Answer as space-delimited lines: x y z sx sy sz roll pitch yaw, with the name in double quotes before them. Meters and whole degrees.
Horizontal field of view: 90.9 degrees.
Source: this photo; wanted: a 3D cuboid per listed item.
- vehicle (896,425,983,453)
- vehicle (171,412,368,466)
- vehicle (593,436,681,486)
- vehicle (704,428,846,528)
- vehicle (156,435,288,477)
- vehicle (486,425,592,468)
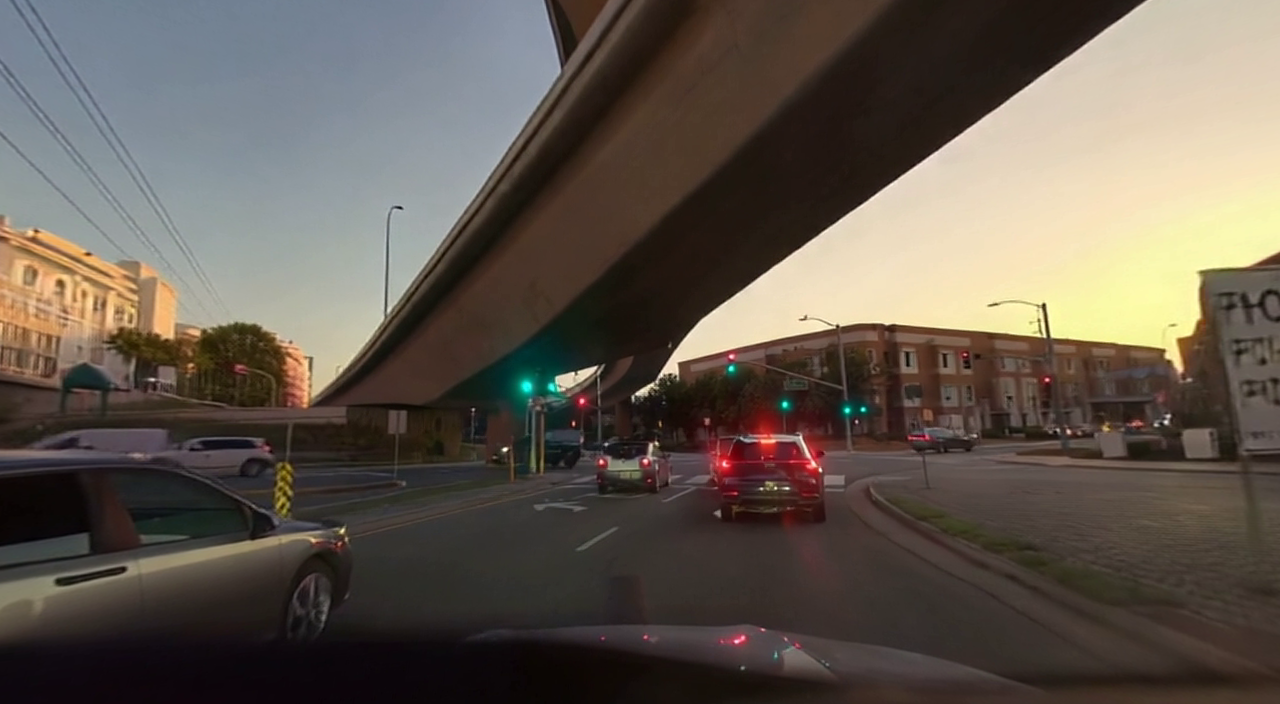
"vehicle" 18.150 5.292 38.249 4.755 1.623 2.290 4 -9 -28
"vehicle" -28.370 6.897 49.808 3.136 3.659 13.988 -4 -9 24
"vehicle" 0.038 3.721 21.954 2.214 1.519 4.704 -2 -9 10
"vehicle" 2.509 2.340 12.331 2.195 1.571 4.353 -2 -8 9
"vehicle" -19.875 4.943 30.283 4.827 1.885 2.008 3 -9 -22
"vehicle" -4.988 4.664 31.093 4.761 1.930 2.175 -5 -10 28
